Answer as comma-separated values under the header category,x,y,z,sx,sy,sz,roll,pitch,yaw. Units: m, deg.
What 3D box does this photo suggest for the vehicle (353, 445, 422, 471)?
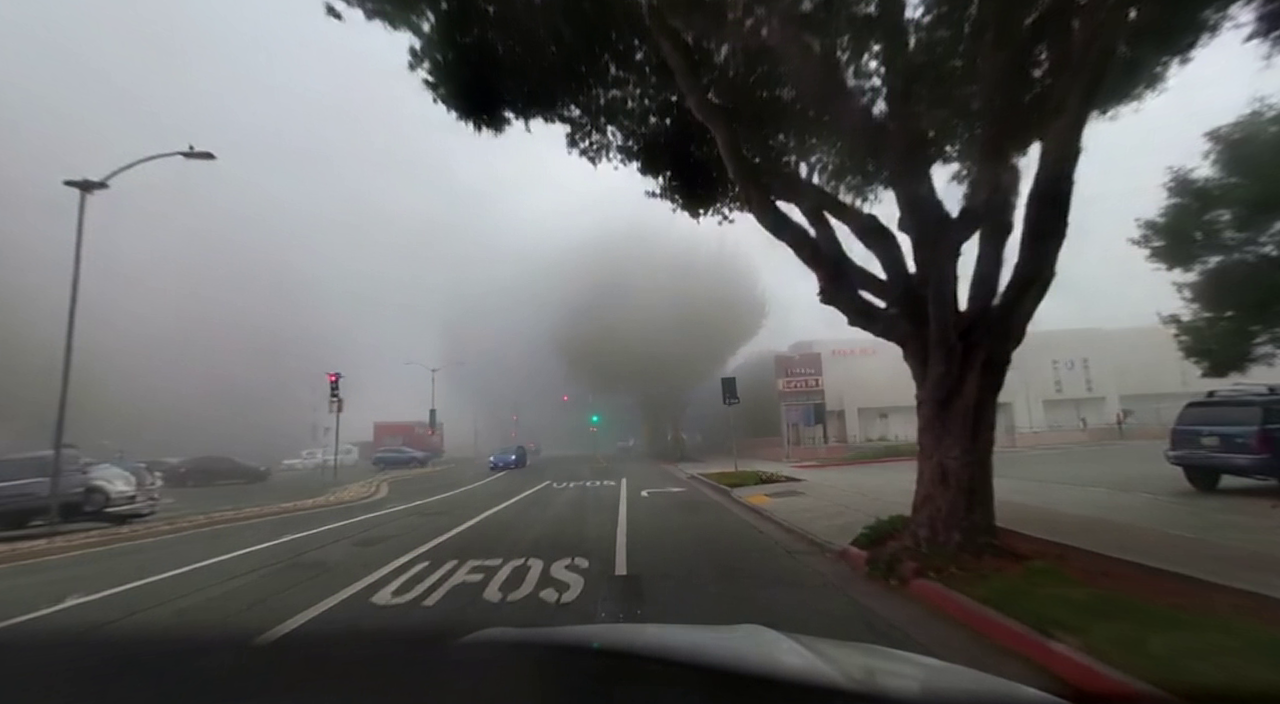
category,x,y,z,sx,sy,sz,roll,pitch,yaw
vehicle,-18.009,7.545,45.260,2.101,1.721,4.587,-3,-9,18

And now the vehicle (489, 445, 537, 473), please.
category,x,y,z,sx,sy,sz,roll,pitch,yaw
vehicle,-7.360,6.214,36.991,1.899,1.517,4.384,0,-8,-1

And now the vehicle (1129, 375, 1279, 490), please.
category,x,y,z,sx,sy,sz,roll,pitch,yaw
vehicle,12.620,1.636,12.683,2.112,2.050,4.327,0,-8,2

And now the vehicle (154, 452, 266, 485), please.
category,x,y,z,sx,sy,sz,roll,pitch,yaw
vehicle,-21.845,5.911,32.335,1.928,1.490,4.462,-4,-9,16

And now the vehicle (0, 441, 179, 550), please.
category,x,y,z,sx,sy,sz,roll,pitch,yaw
vehicle,-12.809,2.987,13.819,2.000,2.008,4.287,-1,-8,3
